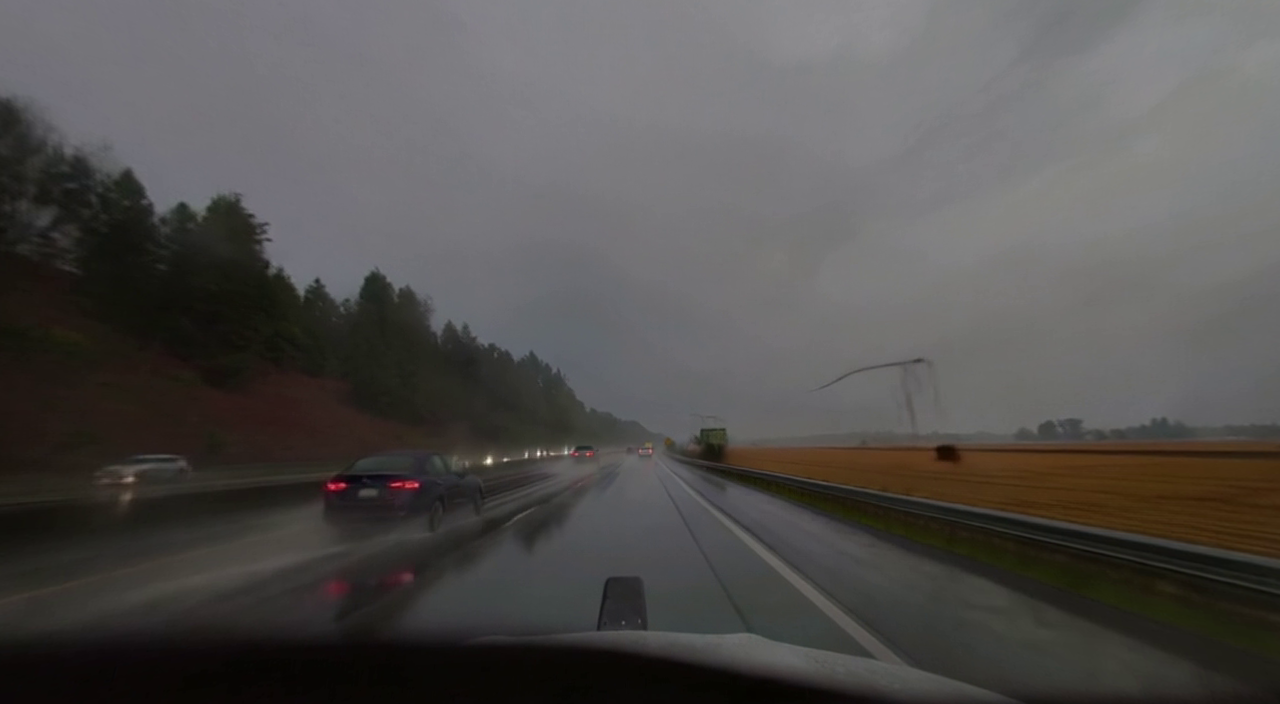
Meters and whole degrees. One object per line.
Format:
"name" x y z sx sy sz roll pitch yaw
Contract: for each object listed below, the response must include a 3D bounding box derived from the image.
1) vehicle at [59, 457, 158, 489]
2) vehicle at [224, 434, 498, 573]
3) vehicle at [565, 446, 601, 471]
"vehicle" -26.573 6.031 31.682 1.697 1.495 3.700 0 -9 0
"vehicle" -3.506 1.970 8.956 1.970 1.483 4.097 0 -9 1
"vehicle" -3.995 7.538 44.745 2.095 1.664 4.305 0 -9 0
